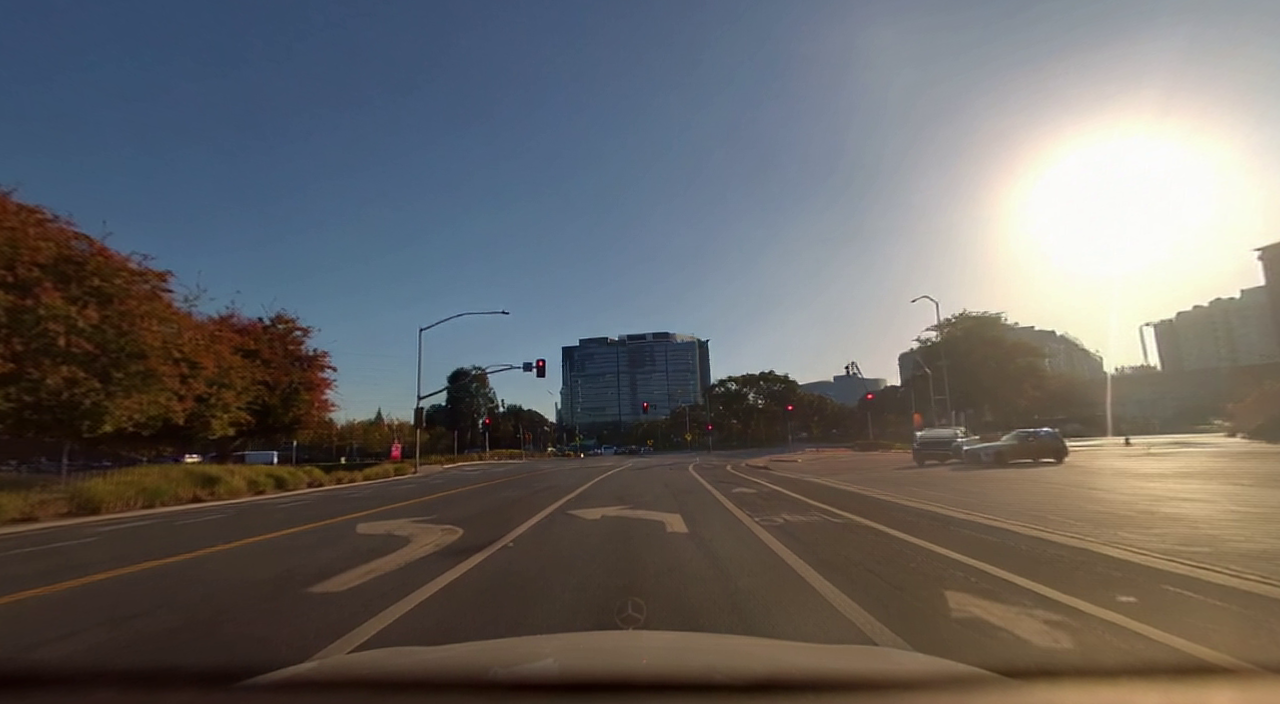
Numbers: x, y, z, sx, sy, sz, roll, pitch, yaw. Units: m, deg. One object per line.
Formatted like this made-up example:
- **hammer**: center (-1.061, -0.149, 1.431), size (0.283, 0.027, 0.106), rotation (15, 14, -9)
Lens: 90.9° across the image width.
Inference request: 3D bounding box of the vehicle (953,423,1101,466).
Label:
- **vehicle**: center (14.068, 3.390, 23.122), size (4.167, 1.476, 1.871), rotation (0, -9, -1)
